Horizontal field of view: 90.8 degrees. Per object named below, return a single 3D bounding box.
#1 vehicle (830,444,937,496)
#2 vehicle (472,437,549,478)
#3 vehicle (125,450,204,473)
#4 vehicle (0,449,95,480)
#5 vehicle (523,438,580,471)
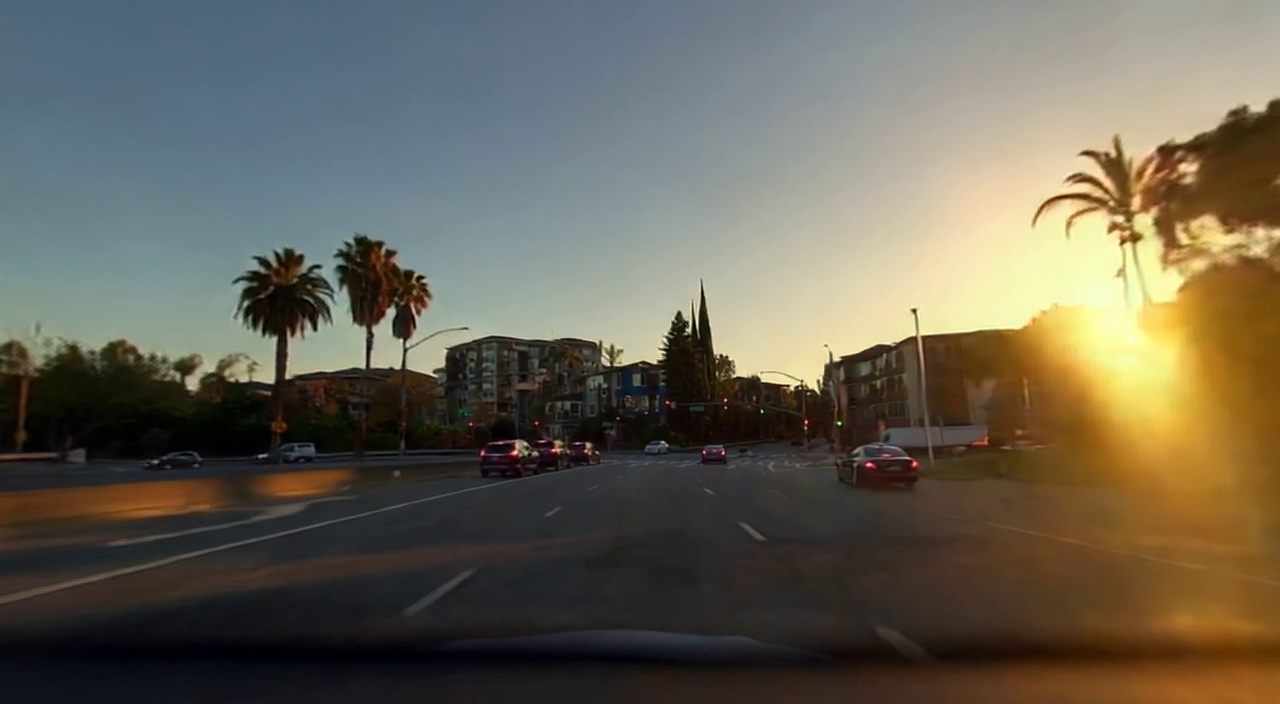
[{"bbox_3d":[7.705,3.747,20.560,2.144,1.473,4.638,-1,-9,7],"label":"vehicle"},{"bbox_3d":[-5.815,4.815,29.081,2.072,1.738,4.757,-1,-9,6],"label":"vehicle"},{"bbox_3d":[-37.292,8.560,49.612,4.702,1.449,1.833,4,-10,-42],"label":"vehicle"},{"bbox_3d":[-42.459,8.007,45.255,1.985,1.789,4.885,-8,-9,41],"label":"vehicle"},{"bbox_3d":[-5.103,5.991,37.228,2.188,1.789,4.881,-1,-9,6],"label":"vehicle"}]
